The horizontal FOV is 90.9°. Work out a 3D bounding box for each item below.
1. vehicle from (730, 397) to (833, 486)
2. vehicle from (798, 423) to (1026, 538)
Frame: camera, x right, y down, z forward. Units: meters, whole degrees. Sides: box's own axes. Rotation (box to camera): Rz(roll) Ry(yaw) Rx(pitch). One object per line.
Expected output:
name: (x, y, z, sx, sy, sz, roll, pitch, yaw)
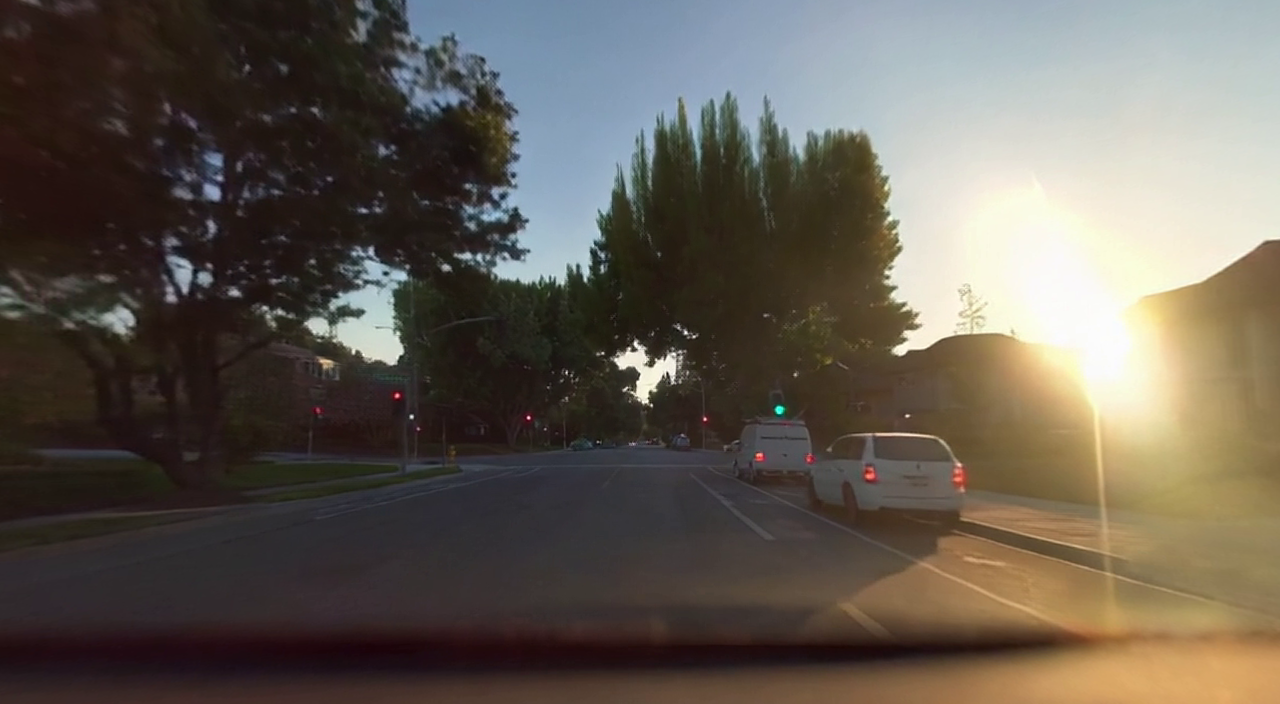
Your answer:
vehicle: (4.851, 3.211, 22.504, 2.398, 2.806, 4.857, 0, -8, -1)
vehicle: (4.676, 2.284, 11.896, 2.202, 1.712, 4.813, 0, -8, 1)
